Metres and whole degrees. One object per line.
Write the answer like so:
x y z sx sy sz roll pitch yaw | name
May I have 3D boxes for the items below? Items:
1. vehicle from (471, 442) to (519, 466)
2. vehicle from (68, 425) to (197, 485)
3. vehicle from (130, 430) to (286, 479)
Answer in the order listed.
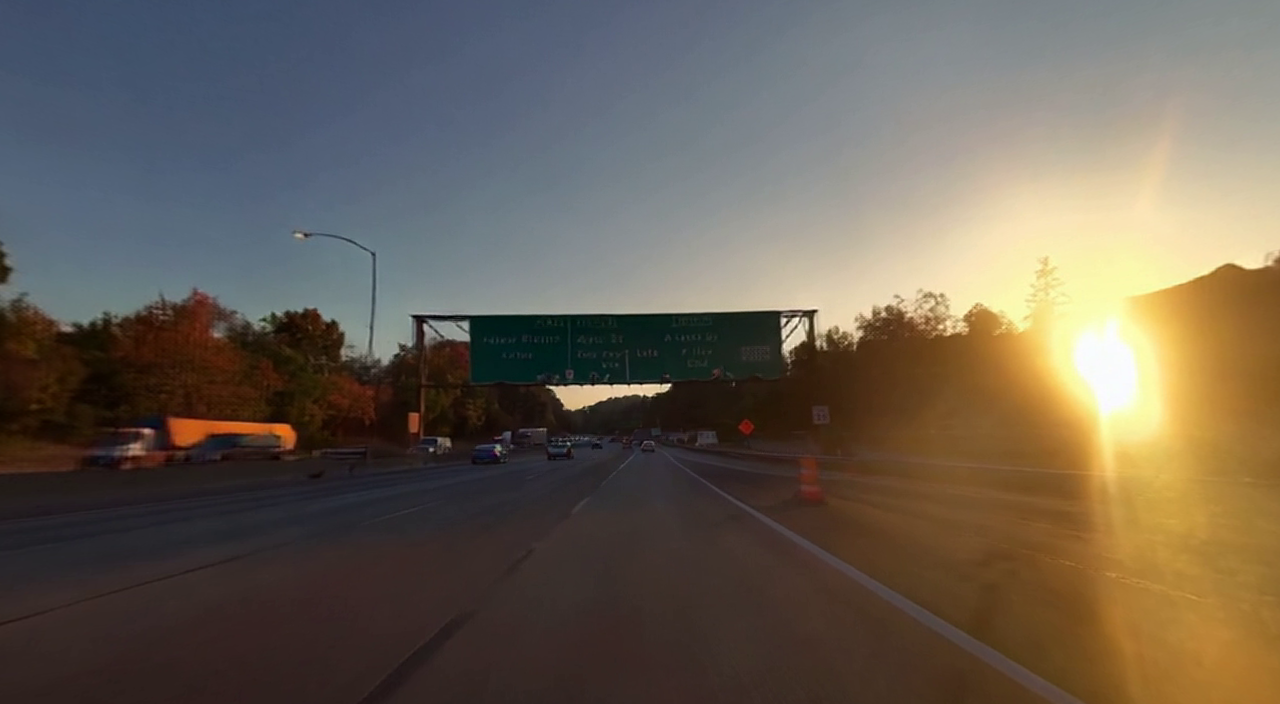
-9.762 6.880 42.747 2.122 1.511 4.576 0 -9 0 | vehicle
-30.049 6.091 37.620 3.063 3.267 5.329 0 -8 1 | vehicle
-18.791 4.528 27.979 2.447 1.910 6.271 0 -9 0 | vehicle
